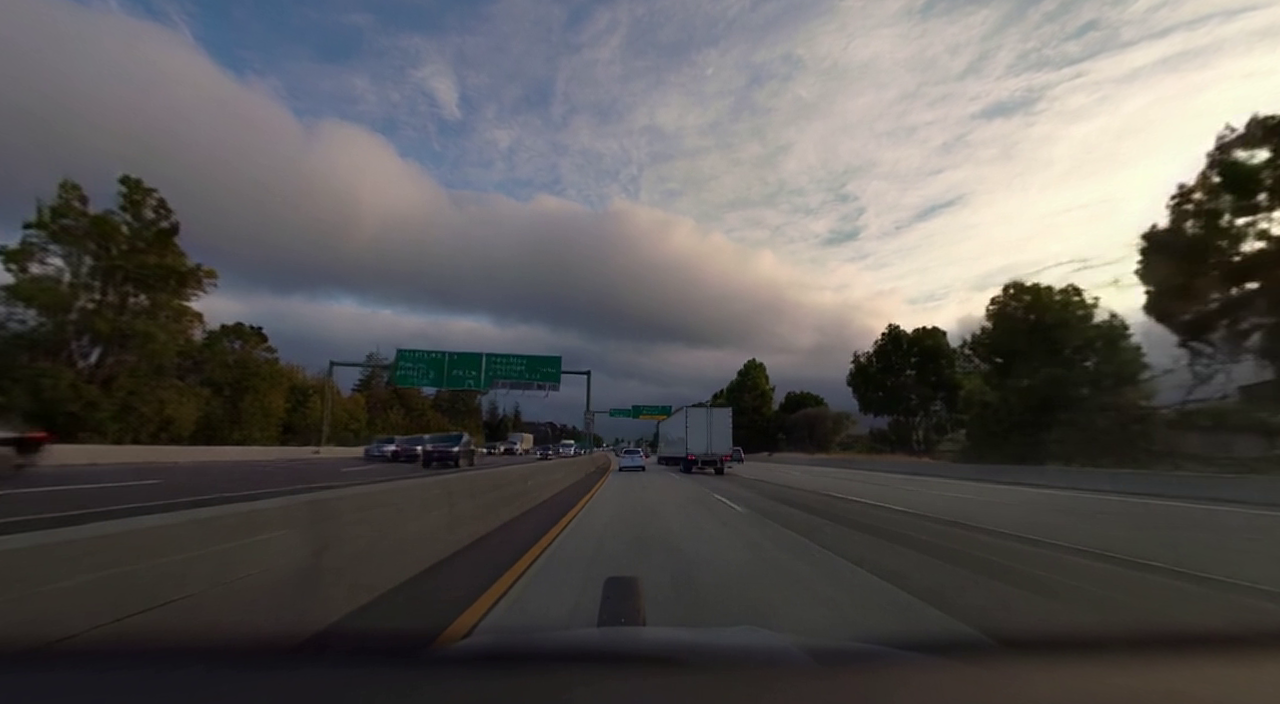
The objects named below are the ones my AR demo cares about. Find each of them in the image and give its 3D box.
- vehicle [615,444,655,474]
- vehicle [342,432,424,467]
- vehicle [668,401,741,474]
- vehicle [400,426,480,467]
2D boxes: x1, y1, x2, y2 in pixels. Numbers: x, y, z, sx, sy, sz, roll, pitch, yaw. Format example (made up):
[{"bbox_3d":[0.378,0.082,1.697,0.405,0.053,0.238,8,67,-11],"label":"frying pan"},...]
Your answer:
[{"bbox_3d":[-0.332,6.025,35.629,2.111,1.599,3.859,0,-9,-2],"label":"vehicle"},{"bbox_3d":[-11.783,4.540,29.276,1.867,1.499,4.538,0,-9,0],"label":"vehicle"},{"bbox_3d":[3.865,5.730,41.323,2.931,4.009,12.800,0,-9,-2],"label":"vehicle"},{"bbox_3d":[-7.774,3.738,24.922,1.877,1.481,4.062,0,-9,-1],"label":"vehicle"}]
